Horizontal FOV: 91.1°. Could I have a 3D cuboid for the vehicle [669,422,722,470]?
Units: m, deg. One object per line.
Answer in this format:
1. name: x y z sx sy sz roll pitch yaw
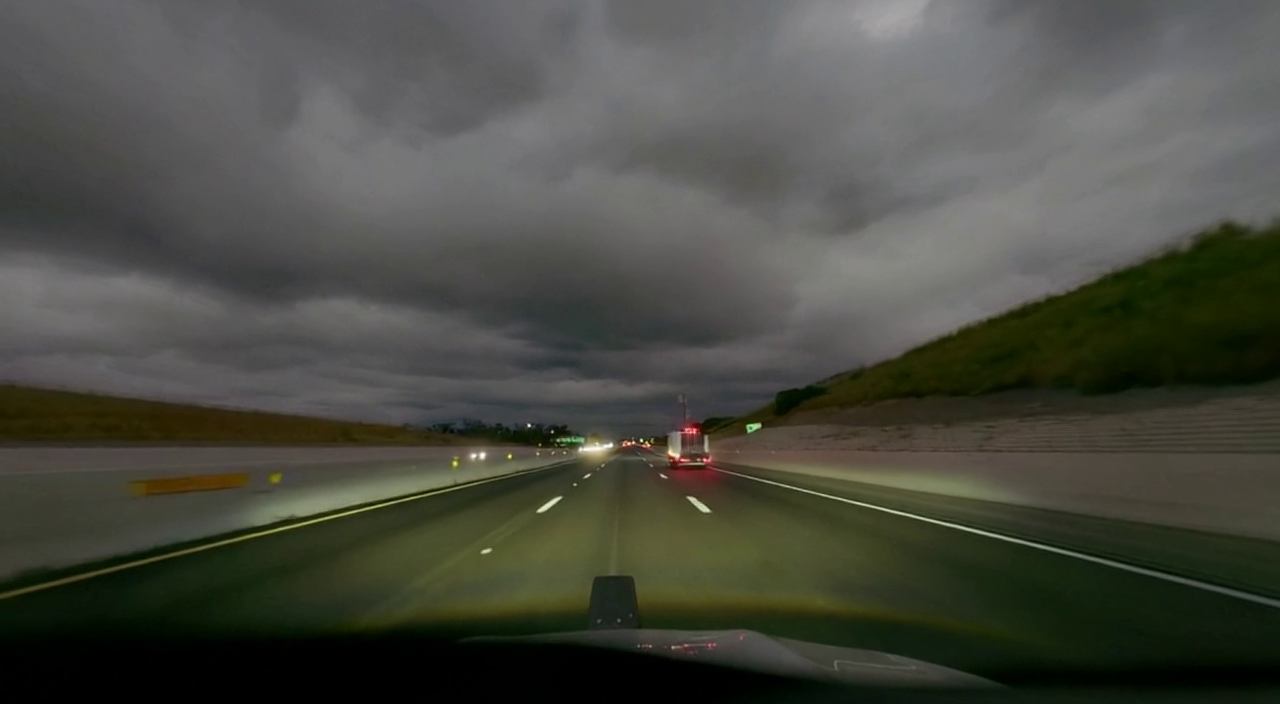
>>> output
1. vehicle: 3.220 5.620 37.717 2.527 2.682 4.082 0 -9 -4
